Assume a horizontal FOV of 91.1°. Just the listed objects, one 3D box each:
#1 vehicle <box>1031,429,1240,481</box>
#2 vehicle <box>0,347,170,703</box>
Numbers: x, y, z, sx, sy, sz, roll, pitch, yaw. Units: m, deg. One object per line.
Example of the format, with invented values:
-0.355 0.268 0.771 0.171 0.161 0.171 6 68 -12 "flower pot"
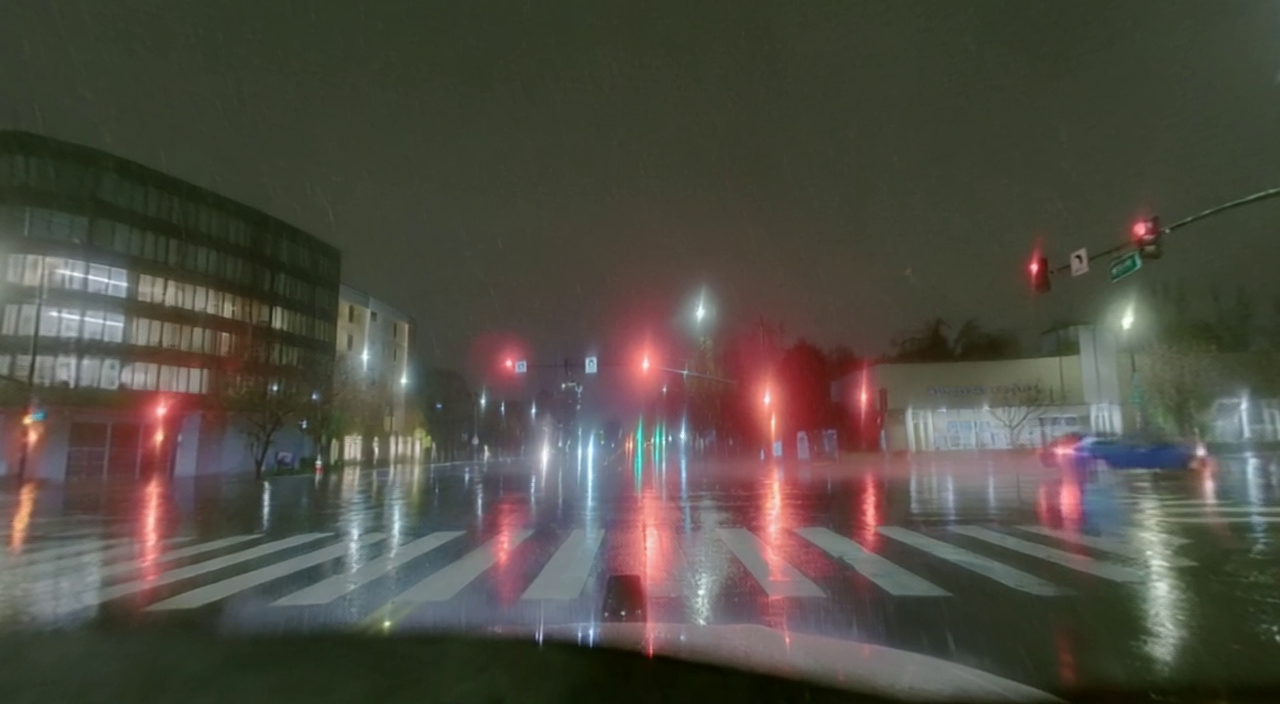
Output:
14.539 3.041 18.621 4.551 1.454 1.941 0 -8 -1 "vehicle"
-3.634 0.615 1.062 2.109 1.692 4.587 0 -8 0 "vehicle"
